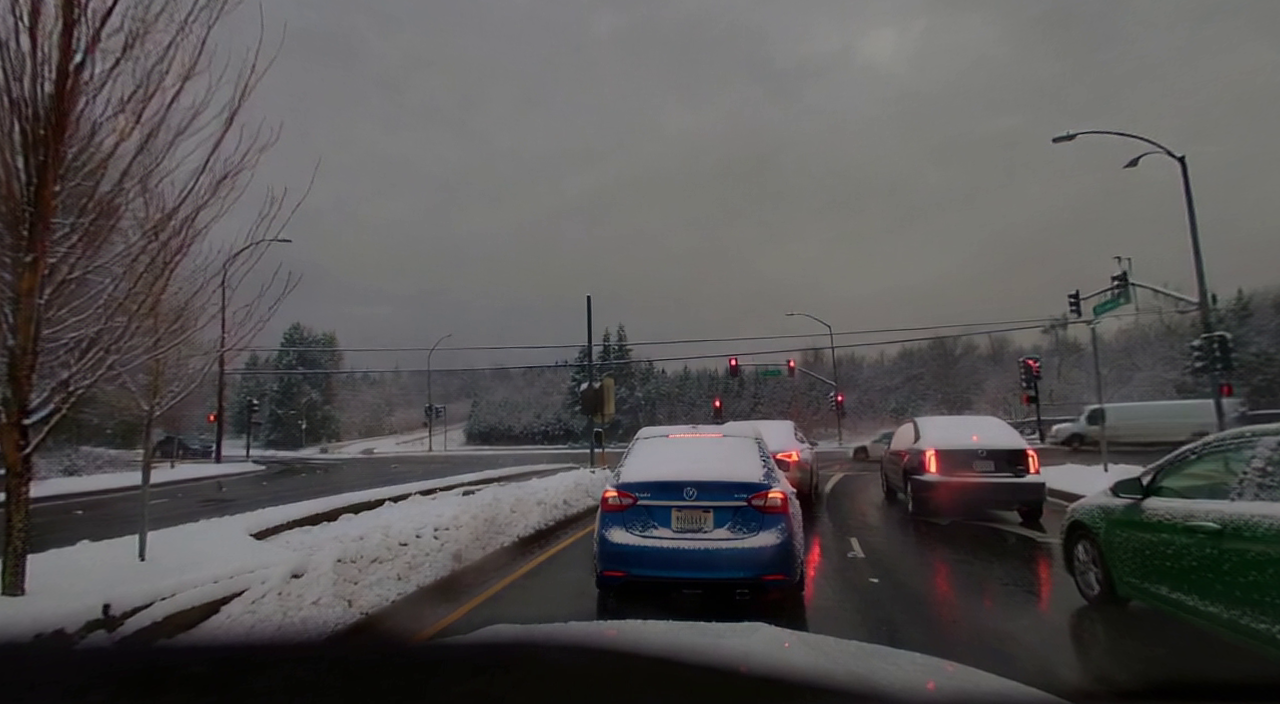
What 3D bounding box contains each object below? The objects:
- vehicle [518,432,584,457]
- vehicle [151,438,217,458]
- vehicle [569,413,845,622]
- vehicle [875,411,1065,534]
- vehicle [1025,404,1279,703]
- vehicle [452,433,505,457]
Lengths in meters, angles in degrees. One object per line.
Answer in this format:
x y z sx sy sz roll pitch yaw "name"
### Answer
-5.943 6.109 41.553 1.932 1.573 4.509 8 -12 -44 "vehicle"
-35.337 7.442 48.660 1.652 1.433 3.733 -7 -11 40 "vehicle"
0.859 1.497 6.690 2.052 1.483 3.928 -2 -8 12 "vehicle"
5.553 2.044 11.281 2.102 1.717 4.373 -2 -9 16 "vehicle"
4.256 1.055 3.363 1.954 1.508 4.441 -1 -8 6 "vehicle"
-12.436 7.117 48.202 1.972 1.705 4.457 8 -11 -43 "vehicle"
